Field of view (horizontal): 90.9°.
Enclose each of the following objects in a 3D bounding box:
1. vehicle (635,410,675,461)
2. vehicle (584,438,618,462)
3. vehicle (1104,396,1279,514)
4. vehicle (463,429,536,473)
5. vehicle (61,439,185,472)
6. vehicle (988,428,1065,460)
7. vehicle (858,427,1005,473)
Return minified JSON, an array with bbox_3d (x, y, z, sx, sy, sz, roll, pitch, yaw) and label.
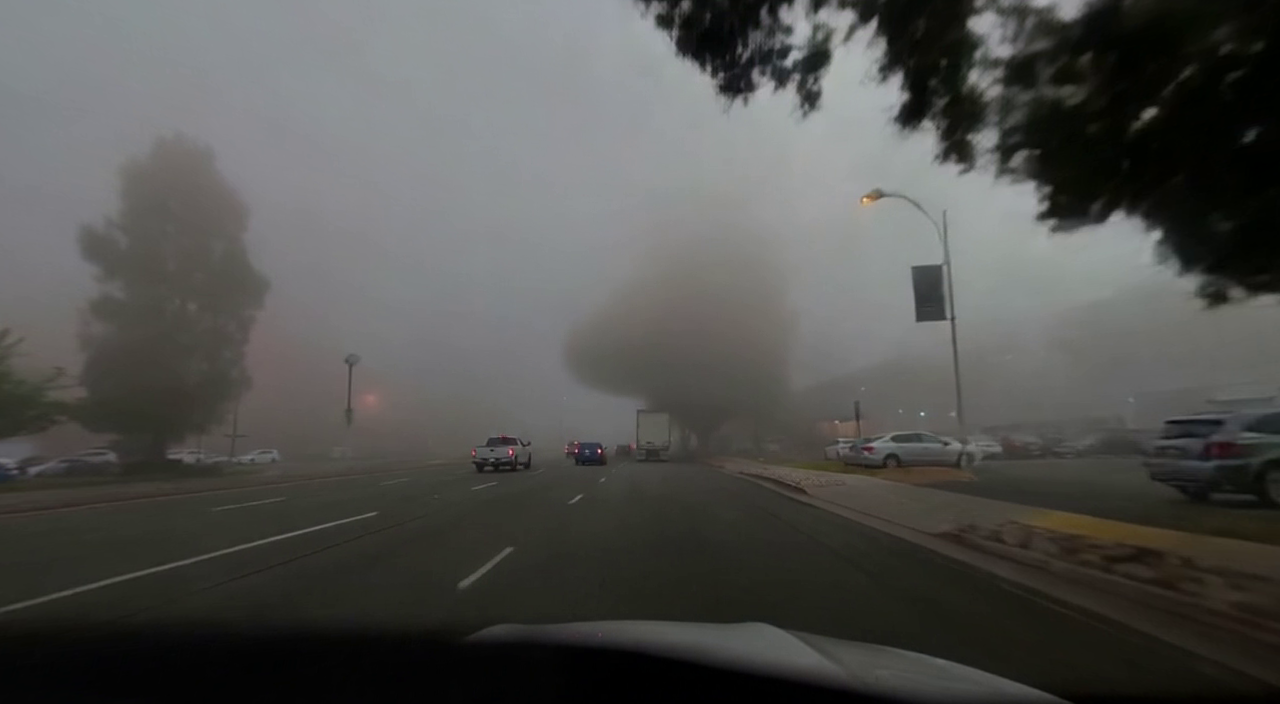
[{"bbox_3d":[1.096,6.639,49.864,2.905,3.644,8.441,0,-8,0],"label":"vehicle"},{"bbox_3d":[-2.773,7.117,45.800,2.114,1.663,4.381,0,-8,2],"label":"vehicle"},{"bbox_3d":[11.042,1.701,10.571,4.838,1.761,2.018,0,-8,1],"label":"vehicle"},{"bbox_3d":[-6.617,4.745,30.363,2.149,1.893,5.187,0,-8,2],"label":"vehicle"},{"bbox_3d":[-34.082,6.838,41.695,6.188,2.110,2.333,0,-8,2],"label":"vehicle"},{"bbox_3d":[23.183,5.555,37.999,1.976,1.760,4.350,0,-8,3],"label":"vehicle"},{"bbox_3d":[10.510,3.557,22.964,4.346,1.595,1.964,0,-8,0],"label":"vehicle"}]
